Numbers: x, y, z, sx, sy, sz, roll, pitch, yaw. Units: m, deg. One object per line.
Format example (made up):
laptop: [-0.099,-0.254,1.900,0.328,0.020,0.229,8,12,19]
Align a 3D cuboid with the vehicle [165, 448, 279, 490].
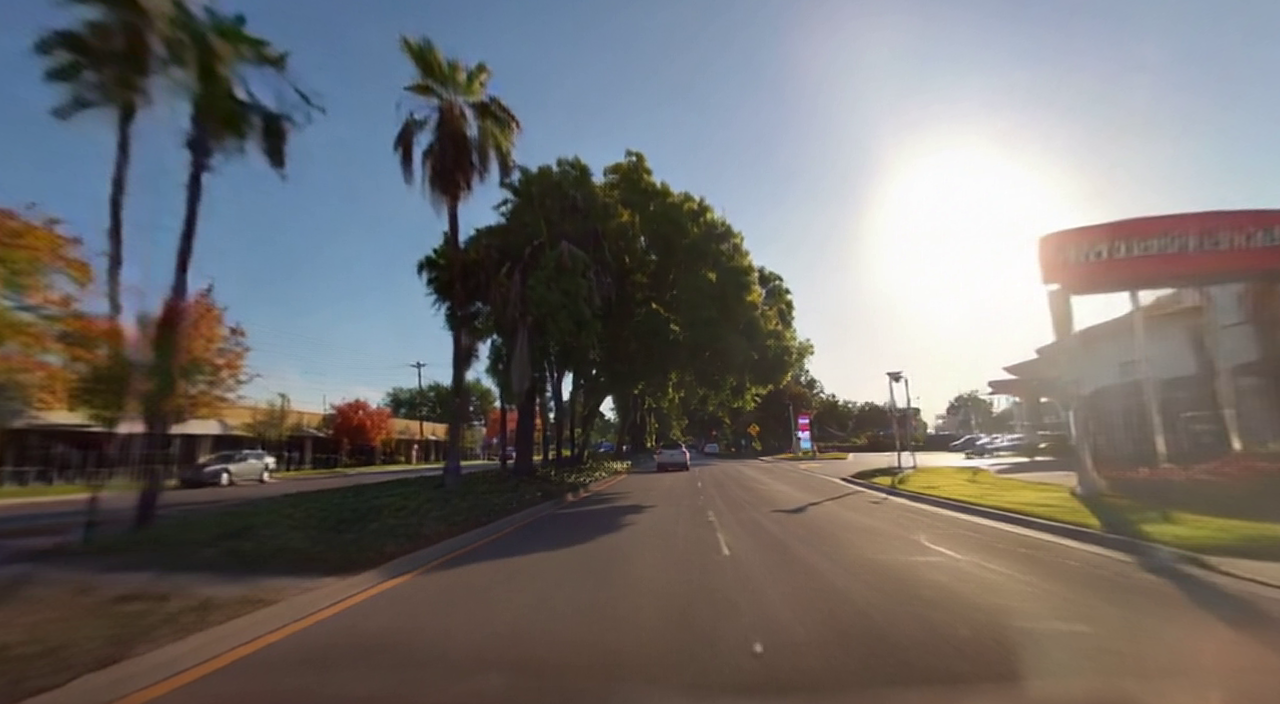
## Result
vehicle: [-21.022,5.854,32.065,2.294,1.935,4.783,-1,-8,3]

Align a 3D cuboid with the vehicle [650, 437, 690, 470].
vehicle: [1.787,5.766,36.062,2.147,1.745,4.648,-1,-8,5]

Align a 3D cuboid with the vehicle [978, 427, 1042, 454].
vehicle: [26.746,6.475,45.908,2.194,1.840,4.659,-1,-9,6]
